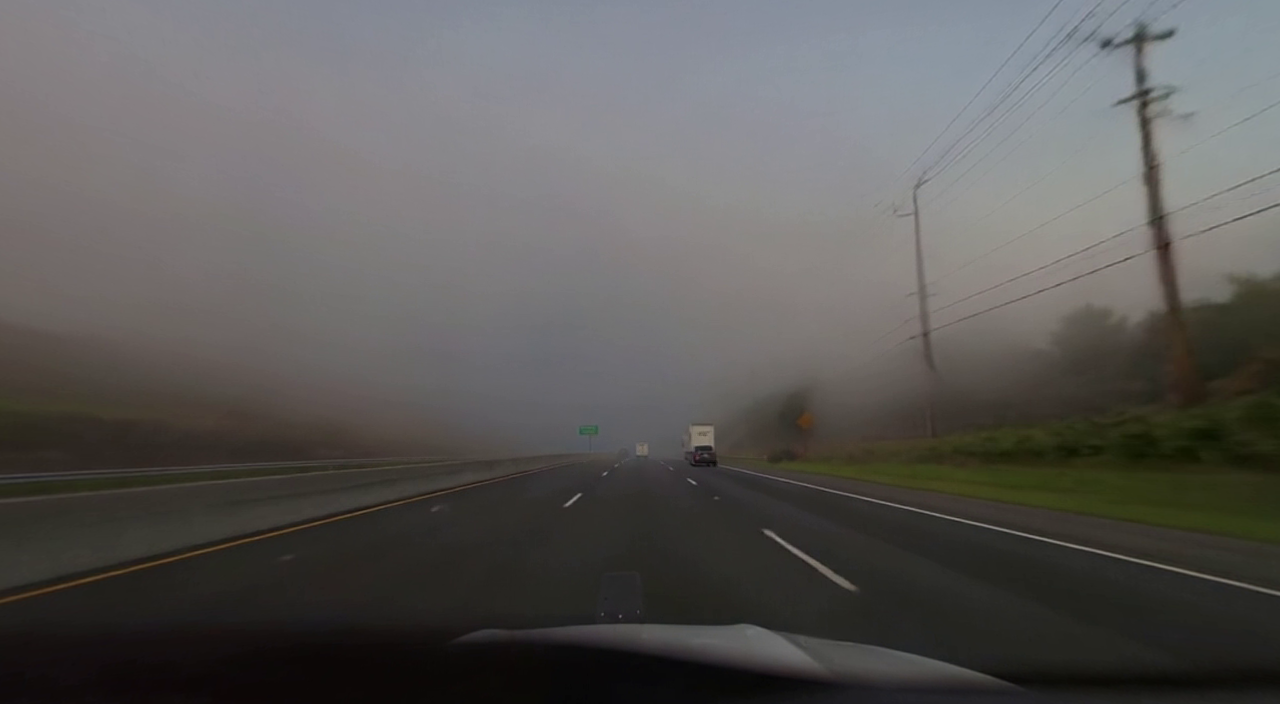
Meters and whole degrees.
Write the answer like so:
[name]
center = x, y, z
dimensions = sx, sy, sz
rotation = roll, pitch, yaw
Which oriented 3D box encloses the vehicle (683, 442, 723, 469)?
[vehicle]
center = 3.873, 6.436, 39.101
dimensions = 2.054, 1.565, 4.089
rotation = 0, -9, -1
